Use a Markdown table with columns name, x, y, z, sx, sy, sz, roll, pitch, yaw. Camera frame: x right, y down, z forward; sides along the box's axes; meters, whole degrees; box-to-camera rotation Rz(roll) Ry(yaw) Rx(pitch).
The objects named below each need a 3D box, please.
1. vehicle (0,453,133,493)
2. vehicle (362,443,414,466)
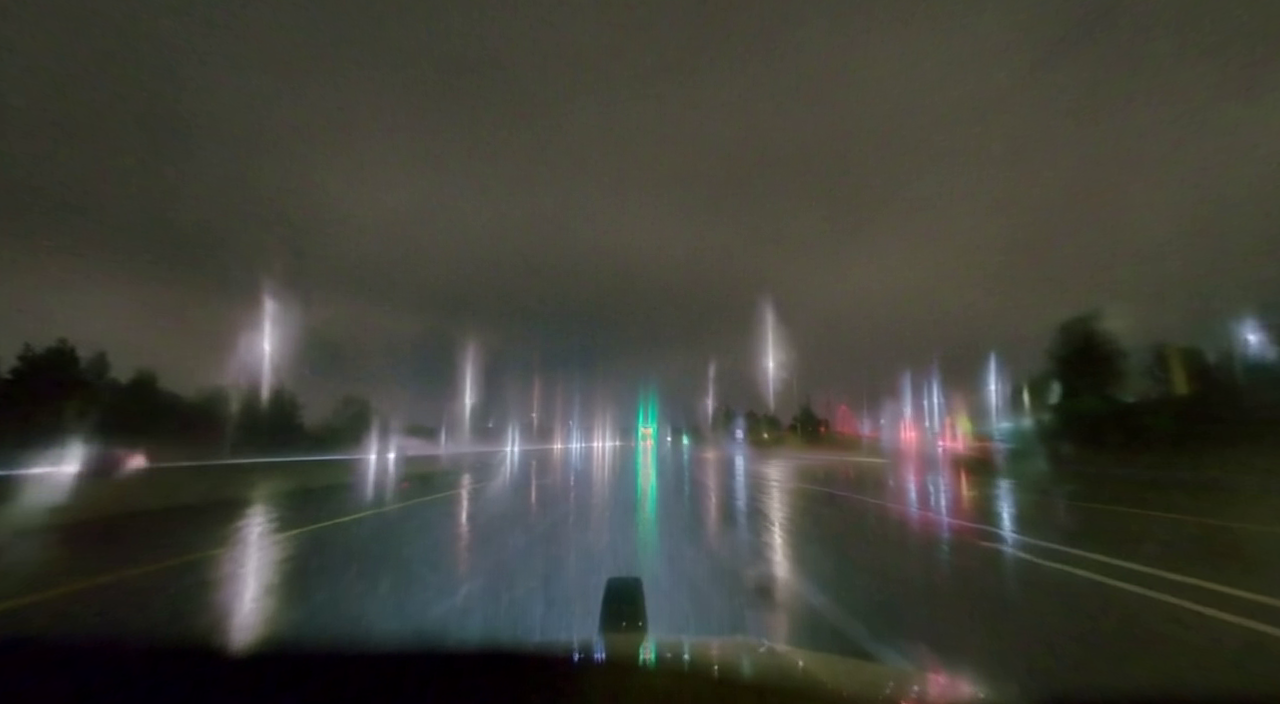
| name | x | y | z | sx | sy | sz | roll | pitch | yaw |
| --- | --- | --- | --- | --- | --- | --- | --- | --- | --- |
| vehicle | -24.657 | 5.151 | 27.173 | 1.914 | 1.497 | 4.499 | 0 | -8 | -1 |
| vehicle | -19.450 | 7.892 | 48.918 | 1.942 | 1.655 | 4.812 | 0 | -8 | 1 |
